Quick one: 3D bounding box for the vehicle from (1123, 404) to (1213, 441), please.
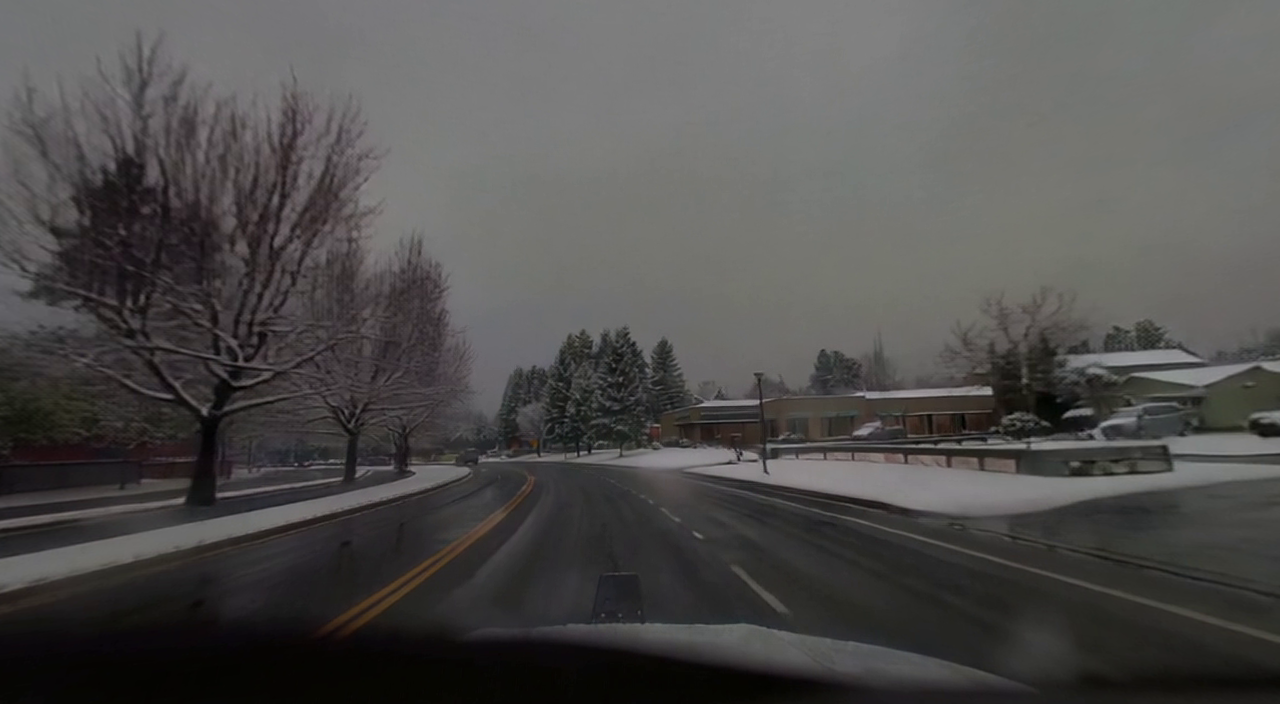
[{"bbox_3d":[26.872,3.649,32.119,4.147,1.680,2.441,6,-11,-36],"label":"vehicle"}]

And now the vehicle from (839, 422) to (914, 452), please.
[{"bbox_3d":[16.531,5.930,44.137,4.802,1.900,2.373,3,-8,-33],"label":"vehicle"}]

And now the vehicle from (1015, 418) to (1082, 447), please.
[{"bbox_3d":[23.313,4.629,36.011,4.230,1.459,1.889,7,-12,-39],"label":"vehicle"}]

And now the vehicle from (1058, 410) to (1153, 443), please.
[{"bbox_3d":[25.126,4.086,34.349,2.033,1.533,4.370,-3,-9,4],"label":"vehicle"}]
